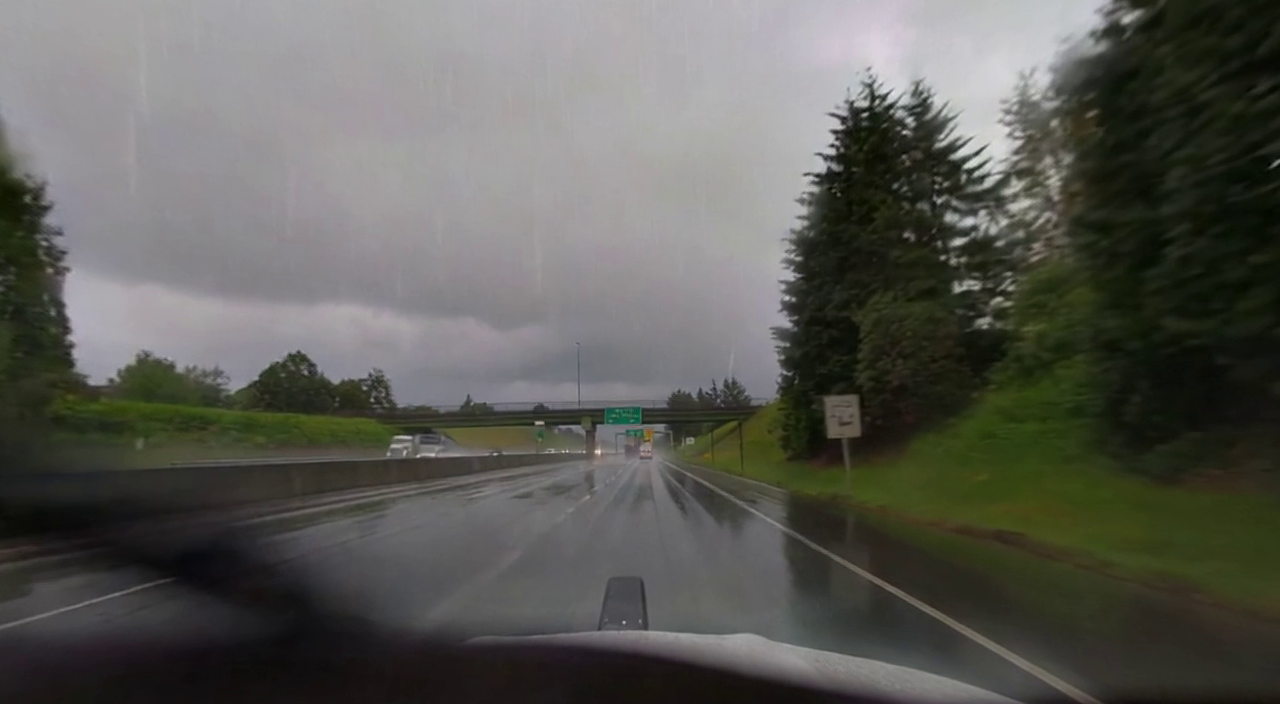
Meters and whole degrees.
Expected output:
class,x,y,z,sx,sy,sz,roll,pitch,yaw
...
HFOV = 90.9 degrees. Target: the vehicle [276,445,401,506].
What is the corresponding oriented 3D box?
class,x,y,z,sx,sy,sz,roll,pitch,yaw
vehicle,-21.233,8.617,45.642,2.858,3.768,11.969,0,-8,2
